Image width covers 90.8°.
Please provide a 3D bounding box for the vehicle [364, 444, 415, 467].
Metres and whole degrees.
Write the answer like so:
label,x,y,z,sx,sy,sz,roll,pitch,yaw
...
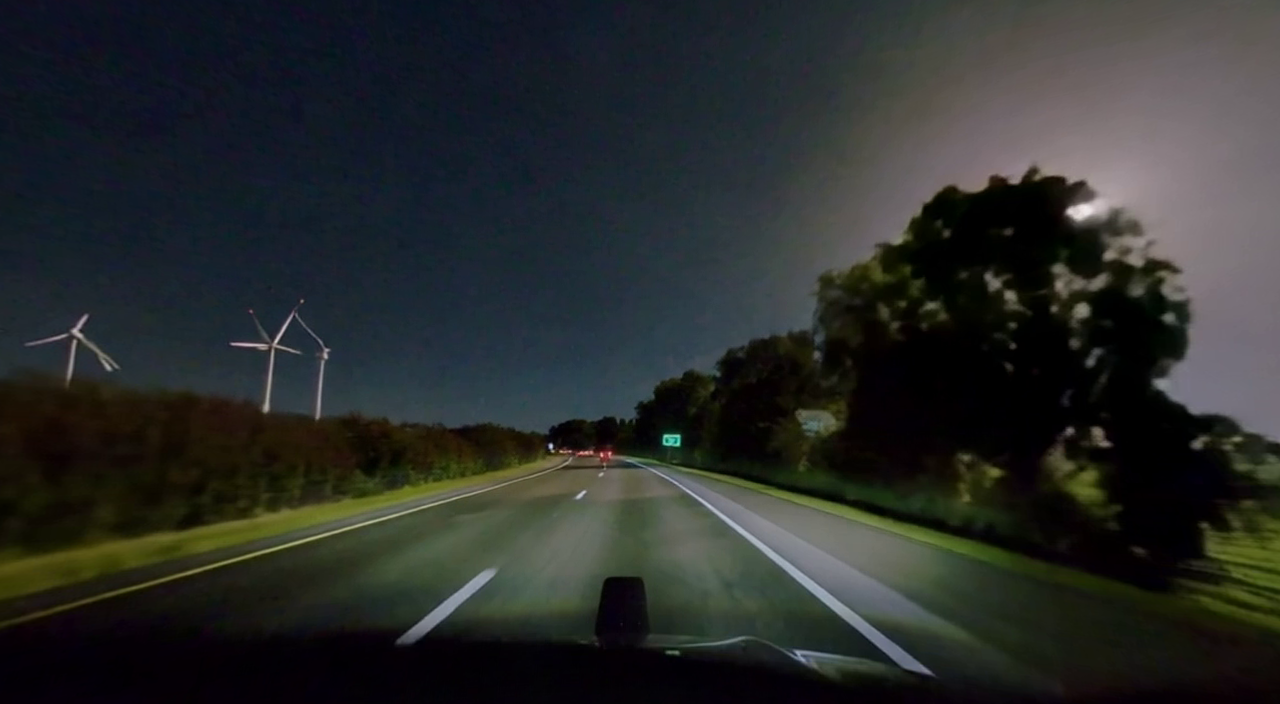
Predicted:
label,x,y,z,sx,sy,sz,roll,pitch,yaw
vehicle,-17.589,7.293,44.550,1.879,1.547,4.378,0,-9,-2
